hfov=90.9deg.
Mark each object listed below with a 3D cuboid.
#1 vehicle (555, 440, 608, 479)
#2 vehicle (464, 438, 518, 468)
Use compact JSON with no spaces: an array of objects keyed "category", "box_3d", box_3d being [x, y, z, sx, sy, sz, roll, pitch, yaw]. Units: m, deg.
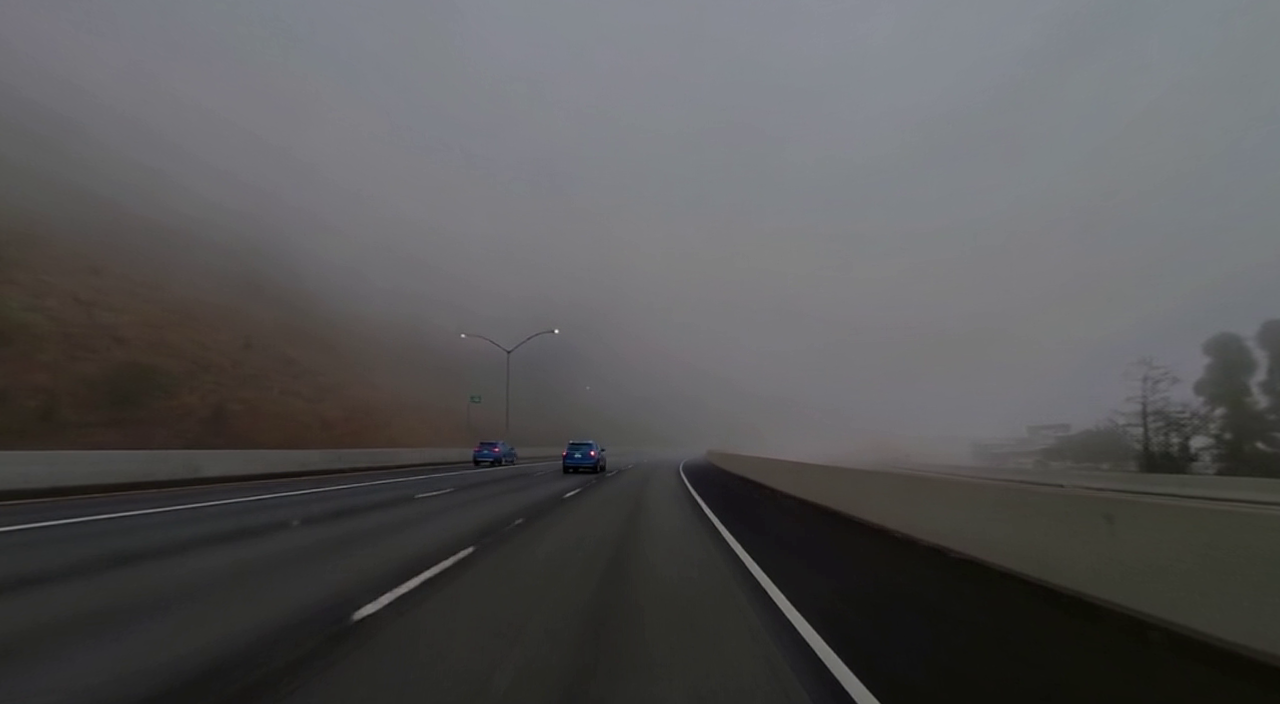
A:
[{"category":"vehicle","box_3d":[-2.820,5.312,31.456,2.028,1.782,4.150,-1,-8,4]},{"category":"vehicle","box_3d":[-9.435,6.414,40.295,2.039,1.746,4.528,-1,-8,5]}]
